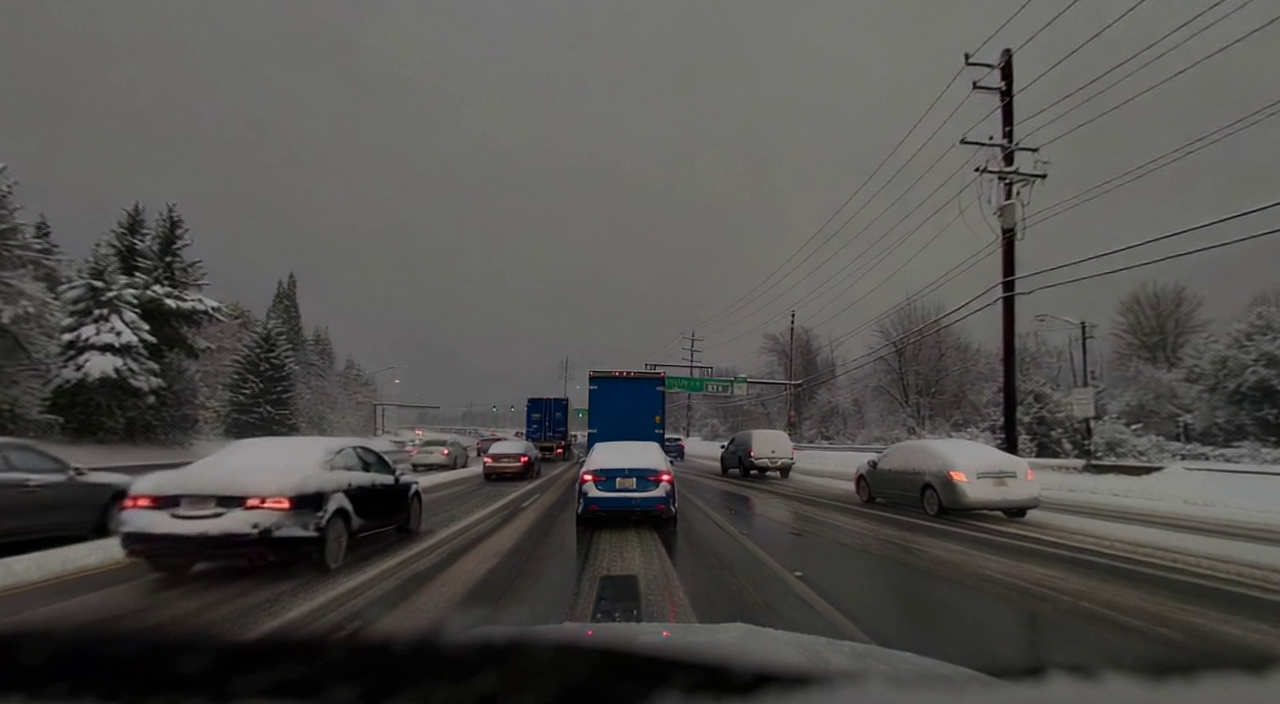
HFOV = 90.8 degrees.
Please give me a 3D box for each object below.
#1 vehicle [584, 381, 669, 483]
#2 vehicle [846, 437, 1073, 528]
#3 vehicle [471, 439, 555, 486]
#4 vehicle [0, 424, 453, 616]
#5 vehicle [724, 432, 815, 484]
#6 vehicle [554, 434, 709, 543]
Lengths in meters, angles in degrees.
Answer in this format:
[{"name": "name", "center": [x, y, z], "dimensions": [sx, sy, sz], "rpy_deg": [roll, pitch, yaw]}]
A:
[{"name": "vehicle", "center": [-0.641, 3.380, 25.983], "dimensions": [2.909, 3.518, 8.262], "rpy_deg": [0, -9, -3]}, {"name": "vehicle", "center": [5.787, 2.388, 12.164], "dimensions": [1.878, 1.406, 4.164], "rpy_deg": [1, -9, -6]}, {"name": "vehicle", "center": [-4.364, 3.878, 22.517], "dimensions": [2.090, 1.463, 4.968], "rpy_deg": [0, -9, -2]}, {"name": "vehicle", "center": [-3.964, 1.684, 7.503], "dimensions": [1.960, 1.450, 5.246], "rpy_deg": [0, -9, -1]}, {"name": "vehicle", "center": [4.469, 3.745, 22.541], "dimensions": [2.023, 1.676, 4.002], "rpy_deg": [1, -9, -6]}, {"name": "vehicle", "center": [-0.234, 2.176, 10.715], "dimensions": [2.112, 1.463, 4.012], "rpy_deg": [0, -9, -4]}]
